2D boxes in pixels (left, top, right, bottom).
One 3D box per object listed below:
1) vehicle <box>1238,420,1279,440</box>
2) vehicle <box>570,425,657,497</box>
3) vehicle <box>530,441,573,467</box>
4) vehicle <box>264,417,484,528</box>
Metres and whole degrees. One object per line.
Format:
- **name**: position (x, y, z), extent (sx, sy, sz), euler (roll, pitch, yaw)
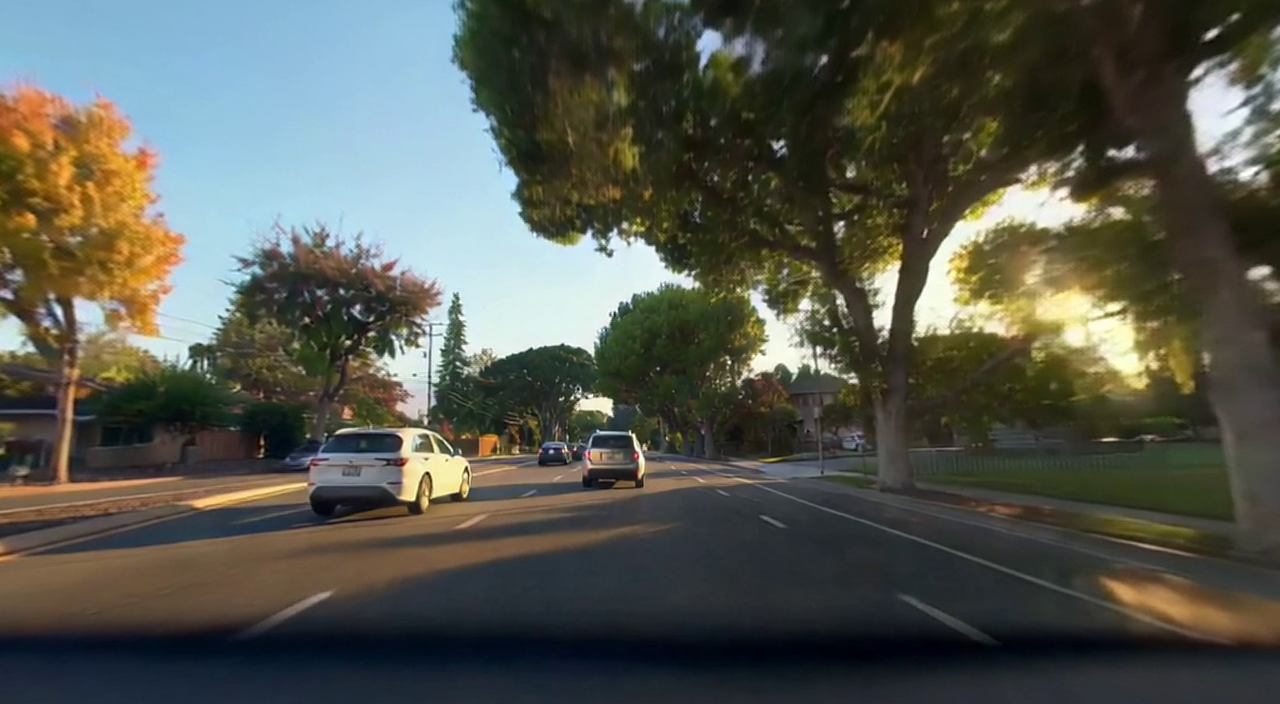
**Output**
- **vehicle**: position (49.129, 6.153, 49.509), extent (1.968, 1.502, 4.125), euler (-4, -9, 25)
- **vehicle**: position (-0.681, 3.017, 17.785), extent (2.131, 1.761, 4.242), euler (0, -8, -1)
- **vehicle**: position (-5.374, 6.298, 39.080), extent (2.014, 1.493, 4.658), euler (0, -8, 0)
- **vehicle**: position (-4.742, 2.218, 12.262), extent (2.243, 1.722, 4.621), euler (0, -8, 0)
